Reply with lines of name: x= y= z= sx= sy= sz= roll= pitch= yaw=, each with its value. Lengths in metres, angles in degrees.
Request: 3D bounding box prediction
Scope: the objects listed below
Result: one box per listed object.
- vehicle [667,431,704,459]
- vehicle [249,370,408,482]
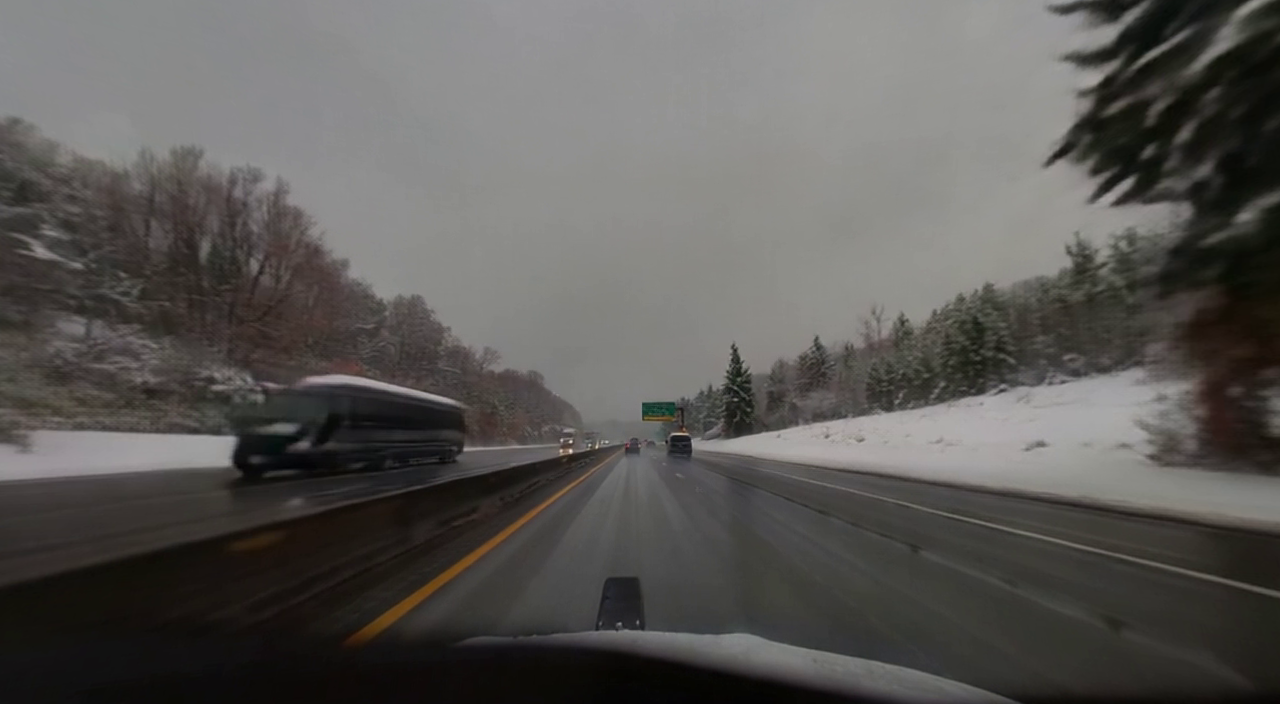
vehicle: x=3.452 y=7.218 z=49.133 sx=2.393 sy=2.072 sz=4.958 roll=0 pitch=-8 yaw=-1
vehicle: x=-12.282 y=3.059 z=25.699 sx=2.942 sy=3.946 sz=6.482 roll=0 pitch=-8 yaw=1
